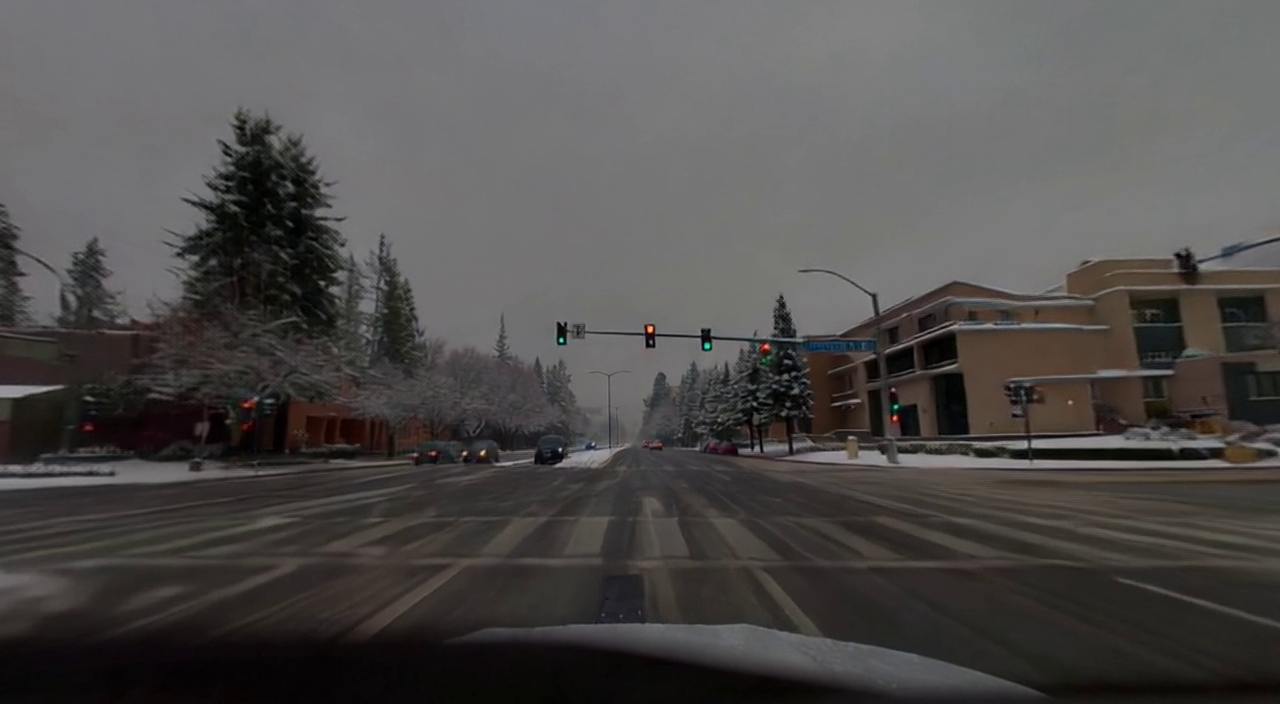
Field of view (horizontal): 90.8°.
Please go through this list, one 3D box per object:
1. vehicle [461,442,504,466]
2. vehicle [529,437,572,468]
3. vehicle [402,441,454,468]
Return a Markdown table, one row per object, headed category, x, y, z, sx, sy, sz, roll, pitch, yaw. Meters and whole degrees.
| category | x | y | z | sx | sy | sz | roll | pitch | yaw |
| --- | --- | --- | --- | --- | --- | --- | --- | --- | --- |
| vehicle | -11.958 | 7.761 | 48.277 | 2.041 | 1.654 | 4.605 | 0 | -8 | 0 |
| vehicle | -5.561 | 6.318 | 39.769 | 2.098 | 1.789 | 4.338 | 0 | -8 | -1 |
| vehicle | -15.793 | 7.659 | 47.369 | 2.164 | 1.920 | 4.896 | 0 | -8 | 0 |
